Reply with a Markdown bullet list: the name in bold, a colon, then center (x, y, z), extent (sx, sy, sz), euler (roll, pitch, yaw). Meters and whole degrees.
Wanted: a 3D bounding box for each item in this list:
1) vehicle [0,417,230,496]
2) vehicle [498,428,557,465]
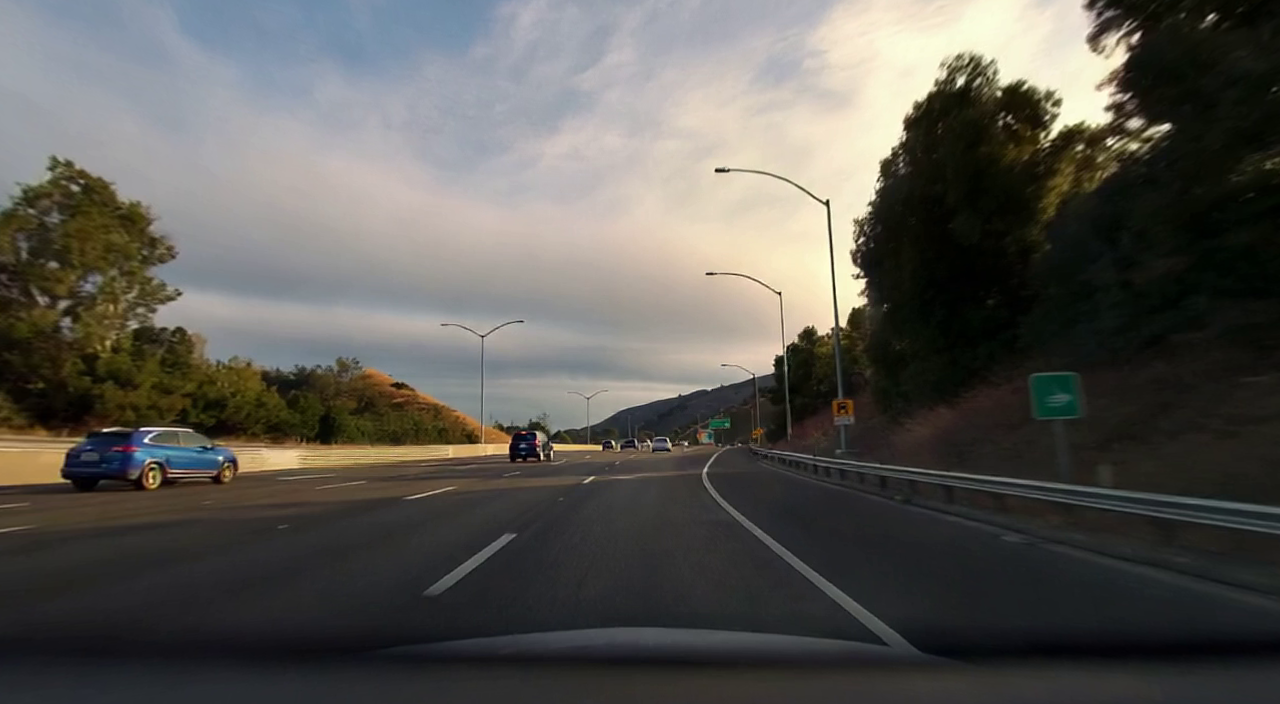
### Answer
- **vehicle**: center (-13.845, 2.787, 17.048), extent (2.079, 1.822, 4.893), euler (0, -9, 1)
- **vehicle**: center (-6.272, 5.361, 35.658), extent (2.219, 1.947, 4.924), euler (0, -9, 2)
